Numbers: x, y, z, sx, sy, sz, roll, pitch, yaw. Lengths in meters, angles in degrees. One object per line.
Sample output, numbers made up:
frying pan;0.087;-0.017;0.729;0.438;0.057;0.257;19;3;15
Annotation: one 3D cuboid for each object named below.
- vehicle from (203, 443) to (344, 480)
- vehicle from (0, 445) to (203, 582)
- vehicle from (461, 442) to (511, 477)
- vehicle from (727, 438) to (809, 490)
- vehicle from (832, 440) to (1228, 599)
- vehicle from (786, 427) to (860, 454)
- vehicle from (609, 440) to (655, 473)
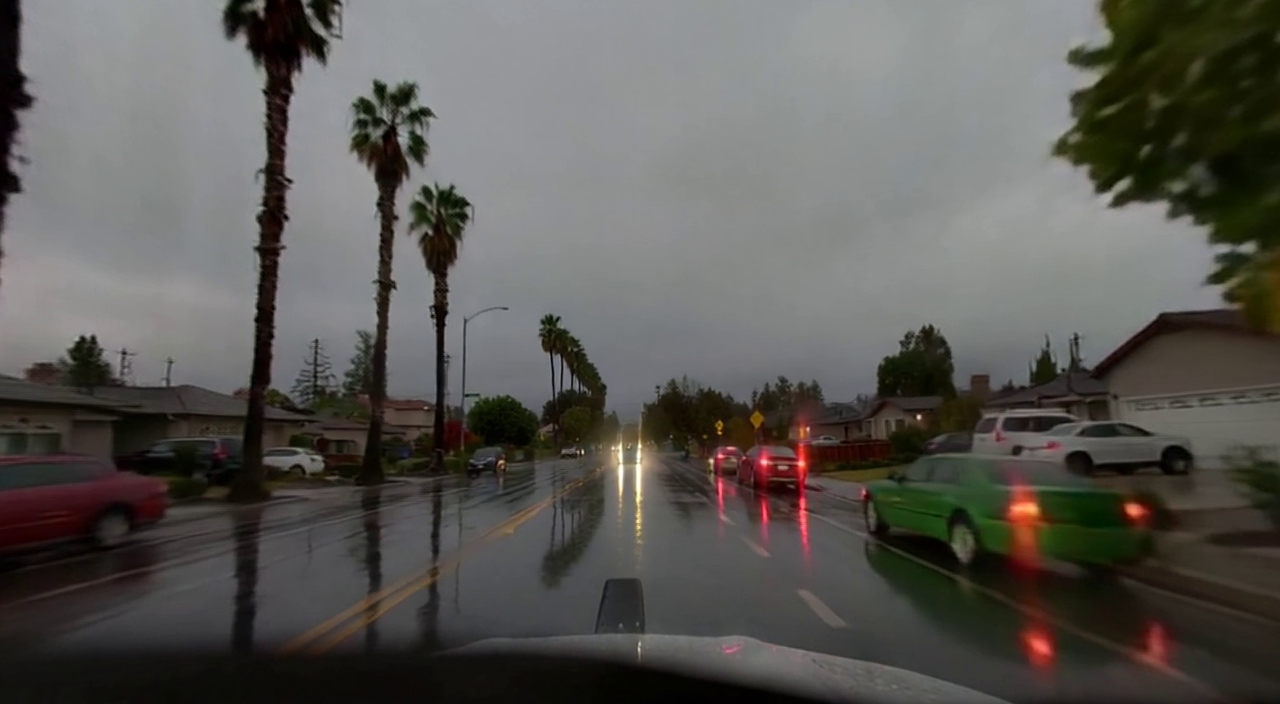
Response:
vehicle;-15.817;4.730;27.467;4.654;1.490;2.381;0;-8;2
vehicle;-8.889;2.160;8.522;2.181;1.527;5.441;-2;-6;0
vehicle;-8.972;6.263;37.044;1.945;1.666;4.107;-3;-6;-1
vehicle;4.471;3.993;23.008;2.017;1.646;5.389;0;-8;2
vehicle;4.529;1.981;8.671;2.033;1.495;5.175;0;-8;-2
vehicle;13.337;6.503;46.343;4.913;1.930;2.020;-1;-8;7
vehicle;-0.403;5.123;31.147;2.098;1.483;4.099;0;-8;-1
